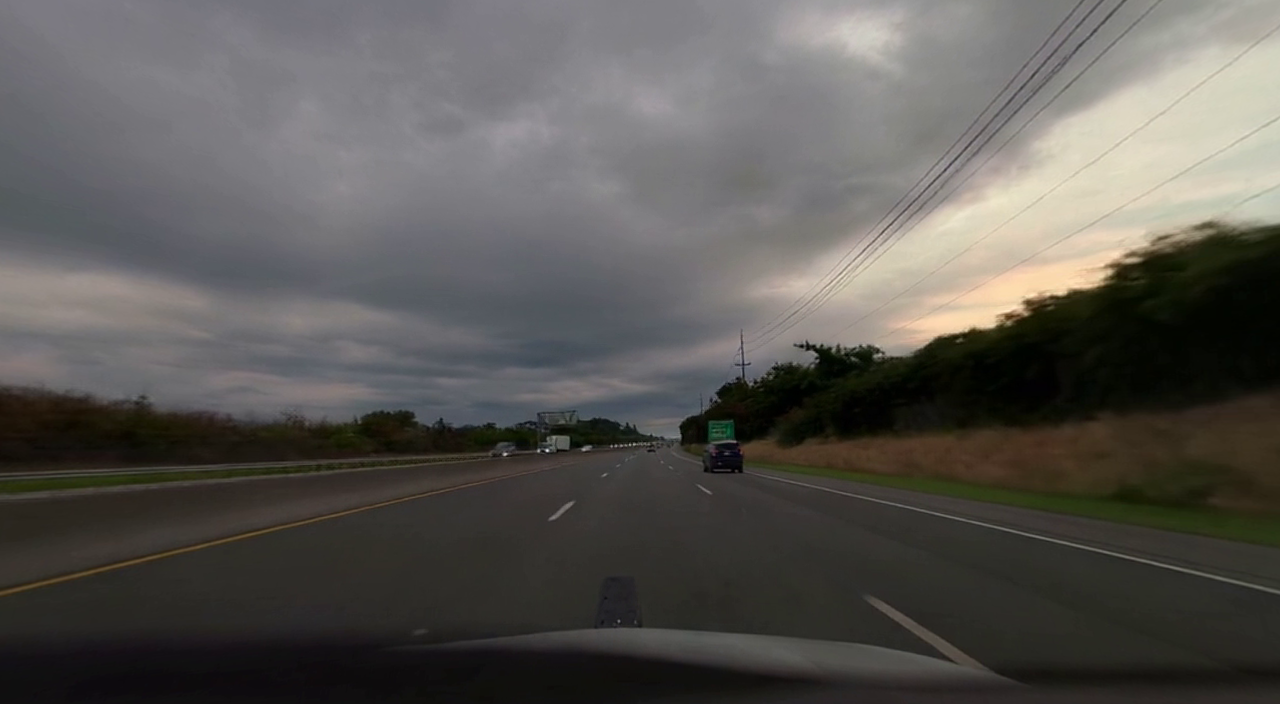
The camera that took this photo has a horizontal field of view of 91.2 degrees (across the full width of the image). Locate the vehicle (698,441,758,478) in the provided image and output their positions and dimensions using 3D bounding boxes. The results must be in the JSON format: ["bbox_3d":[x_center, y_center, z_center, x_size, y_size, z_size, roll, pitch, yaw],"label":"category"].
[{"bbox_3d":[3.955,4.926,28.908,2.054,1.565,4.089,0,-9,-1],"label":"vehicle"}]
